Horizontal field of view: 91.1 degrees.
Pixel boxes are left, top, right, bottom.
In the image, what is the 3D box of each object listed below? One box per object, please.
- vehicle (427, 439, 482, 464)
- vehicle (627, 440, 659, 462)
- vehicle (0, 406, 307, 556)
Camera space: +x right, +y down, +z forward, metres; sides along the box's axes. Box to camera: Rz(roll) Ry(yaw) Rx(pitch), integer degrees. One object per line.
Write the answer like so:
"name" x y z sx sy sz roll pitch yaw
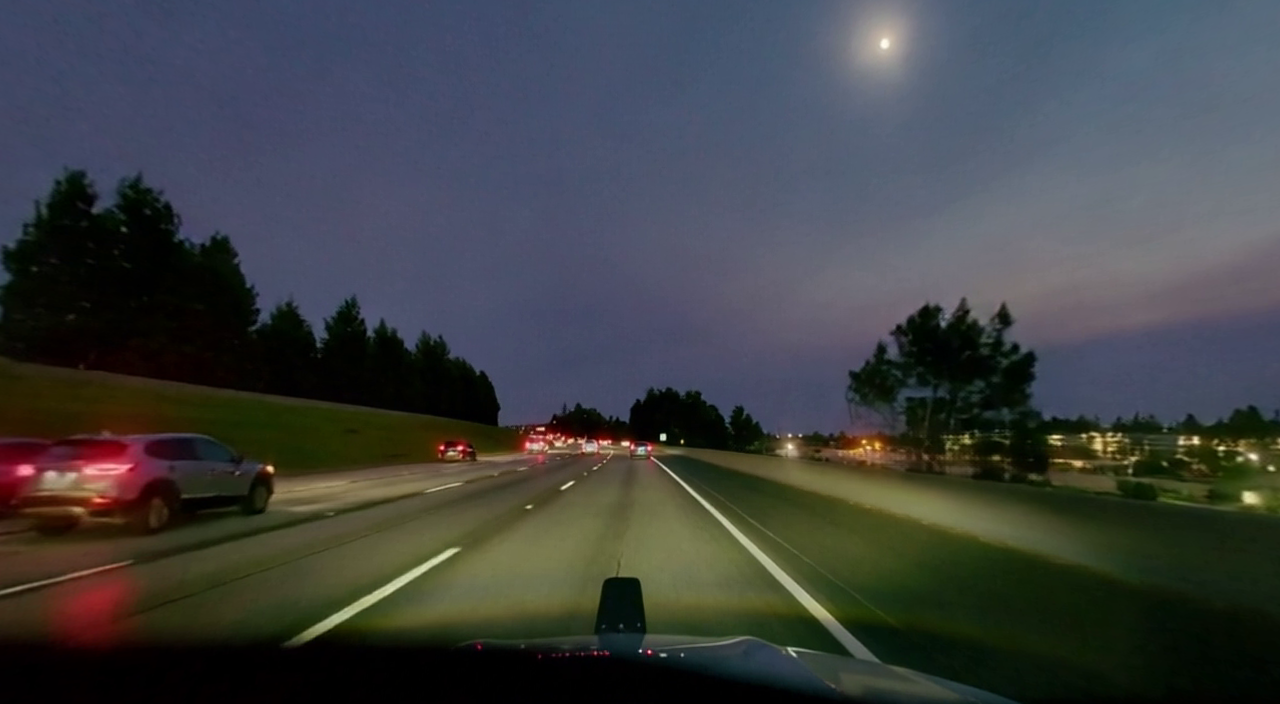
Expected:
"vehicle" -11.837 6.395 40.401 2.056 1.489 4.852 0 -8 0
"vehicle" 0.178 6.923 44.237 2.060 1.465 3.974 0 -8 -2
"vehicle" -7.713 1.846 9.788 2.238 1.712 5.000 0 -8 1
